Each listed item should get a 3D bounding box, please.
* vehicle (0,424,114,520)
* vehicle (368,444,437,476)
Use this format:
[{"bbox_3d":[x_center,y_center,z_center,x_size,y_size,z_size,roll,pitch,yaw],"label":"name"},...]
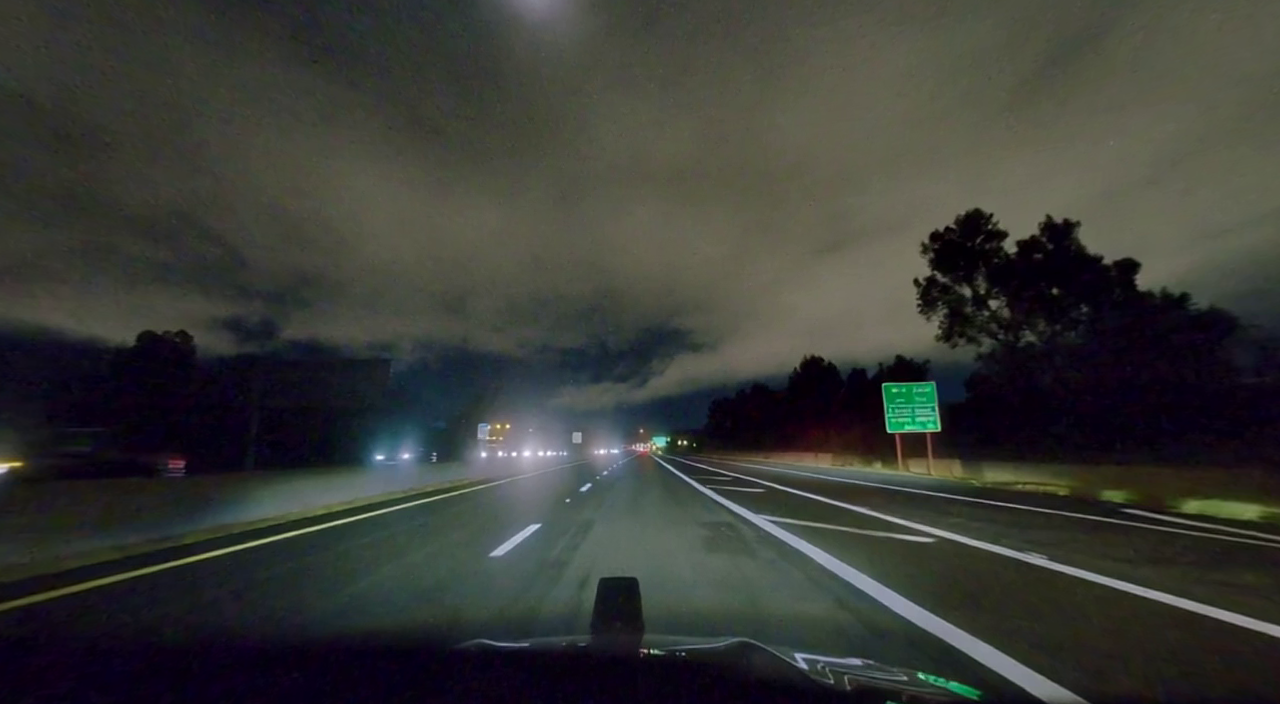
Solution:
[{"bbox_3d":[-12.335,2.141,11.283,2.085,1.675,4.297,0,-9,0],"label":"vehicle"},{"bbox_3d":[-12.514,5.708,33.531,1.972,1.588,4.519,0,-9,0],"label":"vehicle"}]
